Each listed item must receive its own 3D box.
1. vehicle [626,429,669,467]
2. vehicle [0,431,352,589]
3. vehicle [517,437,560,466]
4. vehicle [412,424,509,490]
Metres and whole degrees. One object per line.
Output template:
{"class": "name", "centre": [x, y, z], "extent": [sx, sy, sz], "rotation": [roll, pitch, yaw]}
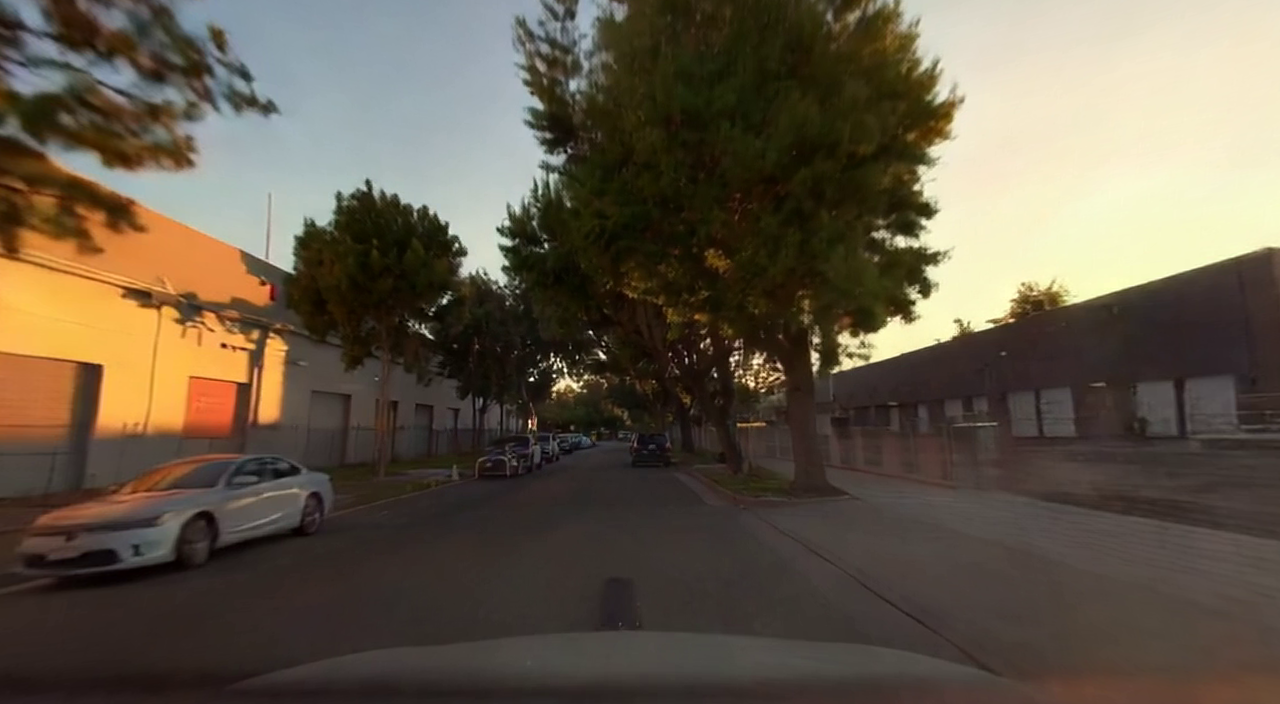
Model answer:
{"class": "vehicle", "centre": [0.363, 5.155, 34.078], "extent": [2.152, 1.874, 4.042], "rotation": [0, -8, 0]}
{"class": "vehicle", "centre": [-5.801, 1.966, 8.563], "extent": [1.938, 1.500, 4.130], "rotation": [-3, -9, -2]}
{"class": "vehicle", "centre": [-6.193, 6.117, 38.913], "extent": [1.926, 1.647, 4.185], "rotation": [0, -8, 1]}
{"class": "vehicle", "centre": [-6.251, 3.726, 22.560], "extent": [2.005, 1.989, 4.929], "rotation": [-3, -9, 0]}
